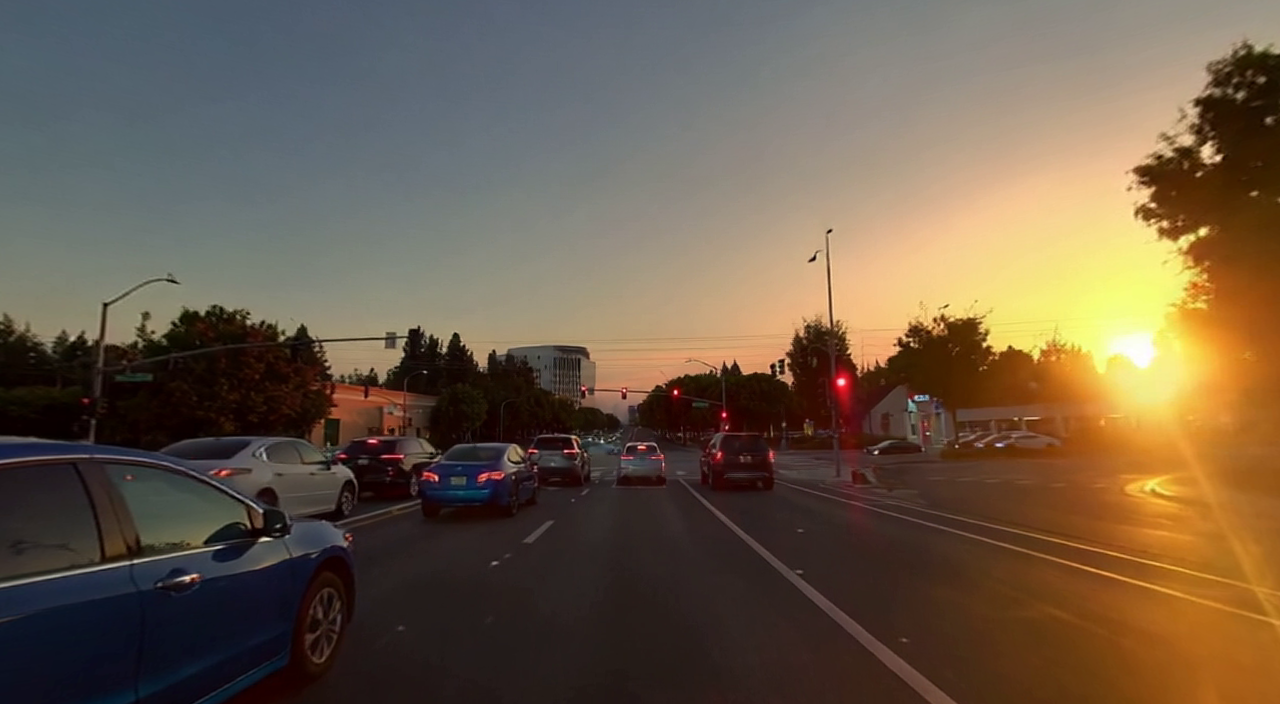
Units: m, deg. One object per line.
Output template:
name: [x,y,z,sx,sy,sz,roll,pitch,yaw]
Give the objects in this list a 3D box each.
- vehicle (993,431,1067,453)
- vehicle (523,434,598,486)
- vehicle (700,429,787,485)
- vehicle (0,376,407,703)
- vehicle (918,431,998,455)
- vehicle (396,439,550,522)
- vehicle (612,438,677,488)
vehicle: [30.629,7.073,49.550,4.432,1.680,1.932,0,-9,2]
vehicle: [-2.785,3.915,23.055,2.072,1.694,4.070,0,-9,2]
vehicle: [3.386,3.571,21.551,2.076,1.691,4.402,0,-9,-2]
vehicle: [-3.102,0.960,2.697,2.249,1.517,4.951,0,-9,1]
vehicle: [23.362,6.732,46.361,4.781,1.700,1.986,0,-9,1]
vehicle: [-3.311,2.653,13.521,2.014,1.472,4.357,0,-9,2]
vehicle: [0.164,3.751,21.540,2.032,1.499,3.994,0,-9,1]
